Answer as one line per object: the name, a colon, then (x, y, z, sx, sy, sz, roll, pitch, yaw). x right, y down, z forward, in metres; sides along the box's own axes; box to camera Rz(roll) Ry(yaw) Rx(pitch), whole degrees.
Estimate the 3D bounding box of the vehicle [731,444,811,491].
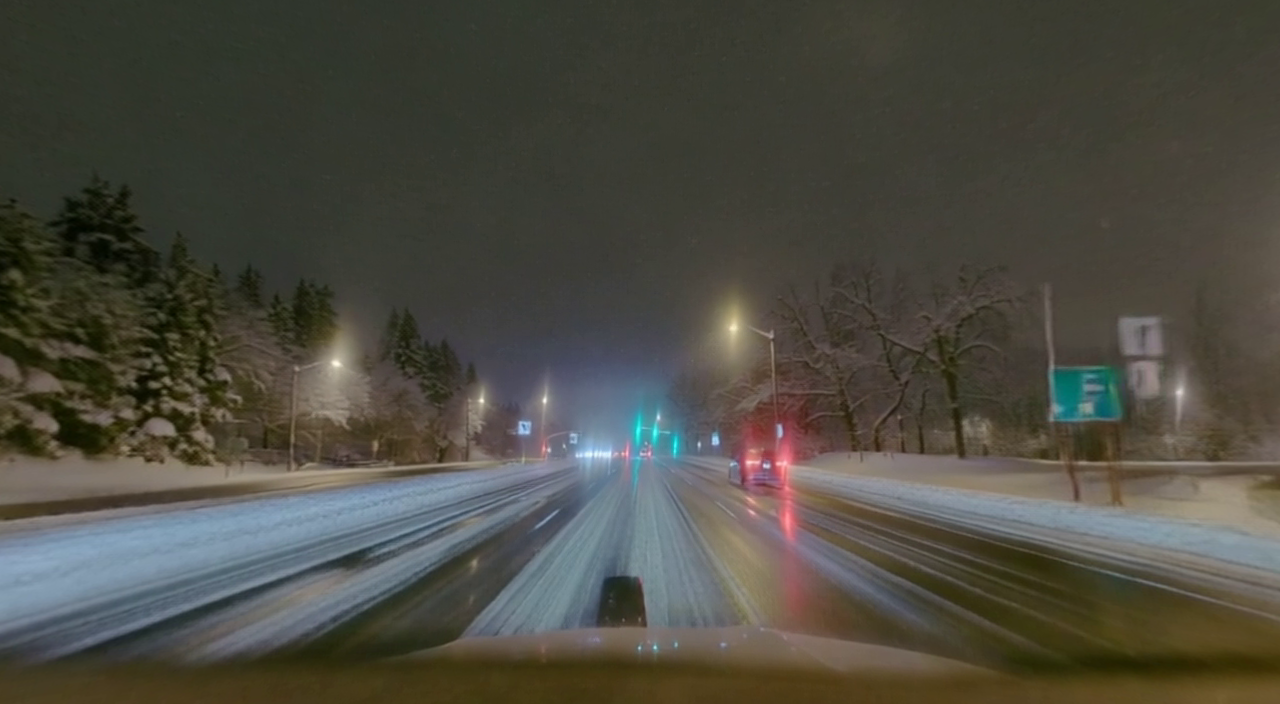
vehicle: (4.628, 4.131, 22.836, 1.913, 1.516, 4.322, 0, -8, 0)
